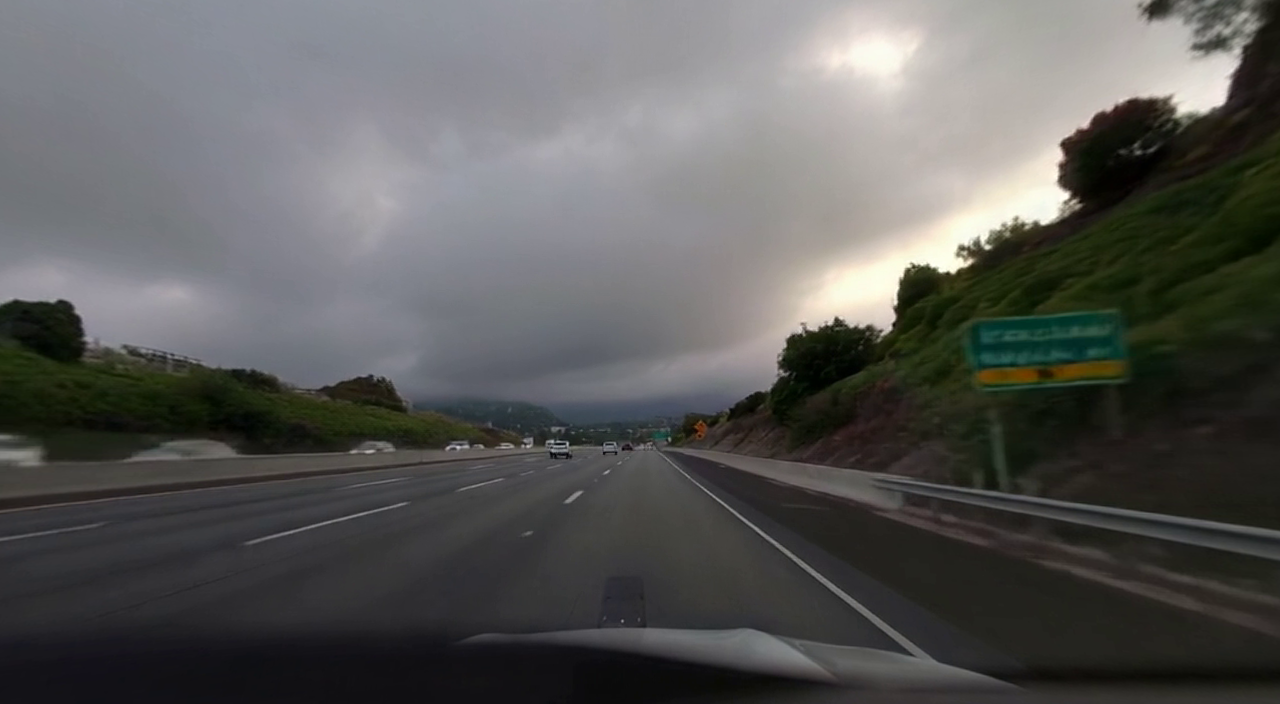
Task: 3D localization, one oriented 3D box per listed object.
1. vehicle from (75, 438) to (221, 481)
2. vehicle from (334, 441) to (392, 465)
[{"bbox_3d":[-18.561,4.069,24.006,1.950,1.471,4.378,0,-8,2],"label":"vehicle"},{"bbox_3d":[-17.773,6.511,40.528,1.830,1.417,4.091,0,-9,1],"label":"vehicle"}]
